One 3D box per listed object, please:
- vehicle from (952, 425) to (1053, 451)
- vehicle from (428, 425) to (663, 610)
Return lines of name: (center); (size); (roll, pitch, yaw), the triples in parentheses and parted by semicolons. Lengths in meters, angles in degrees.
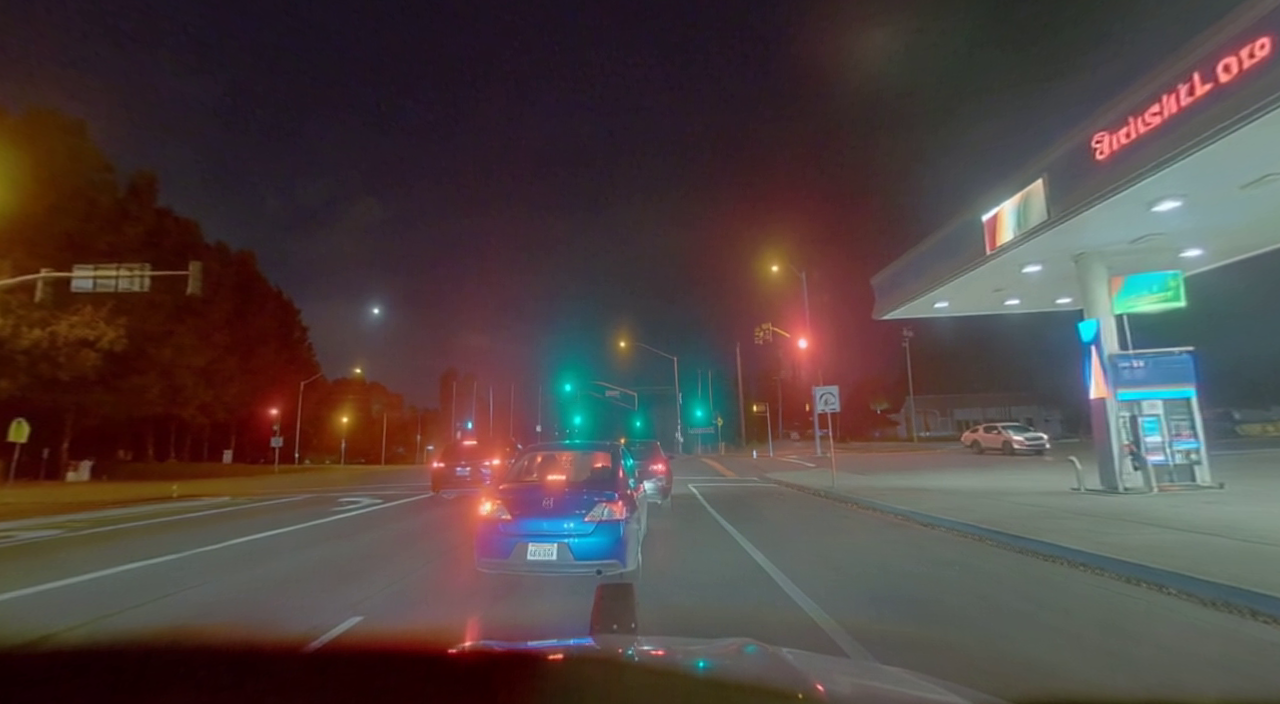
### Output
vehicle: (21.989, 5.230, 38.447); (4.874, 1.502, 2.048); (0, -8, 1)
vehicle: (-0.707, 1.701, 7.519); (1.916, 1.510, 4.447); (0, -8, 3)
